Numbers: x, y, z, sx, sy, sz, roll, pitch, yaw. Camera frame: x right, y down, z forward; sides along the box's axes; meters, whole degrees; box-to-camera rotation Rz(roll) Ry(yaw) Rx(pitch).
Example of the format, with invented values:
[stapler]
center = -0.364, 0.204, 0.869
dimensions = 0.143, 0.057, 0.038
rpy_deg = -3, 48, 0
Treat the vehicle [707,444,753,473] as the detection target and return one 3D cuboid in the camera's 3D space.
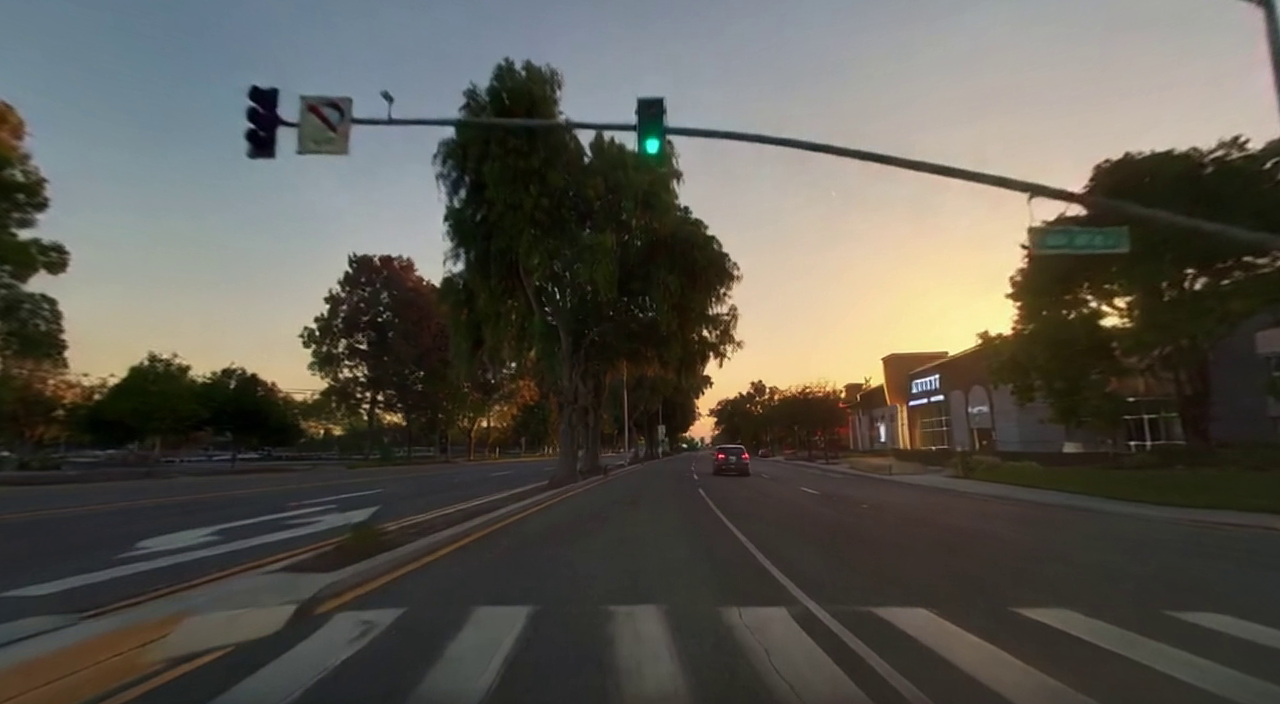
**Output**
[vehicle]
center = 4.911, 5.891, 34.928
dimensions = 2.015, 1.479, 4.444
rpy_deg = 0, -9, 2
